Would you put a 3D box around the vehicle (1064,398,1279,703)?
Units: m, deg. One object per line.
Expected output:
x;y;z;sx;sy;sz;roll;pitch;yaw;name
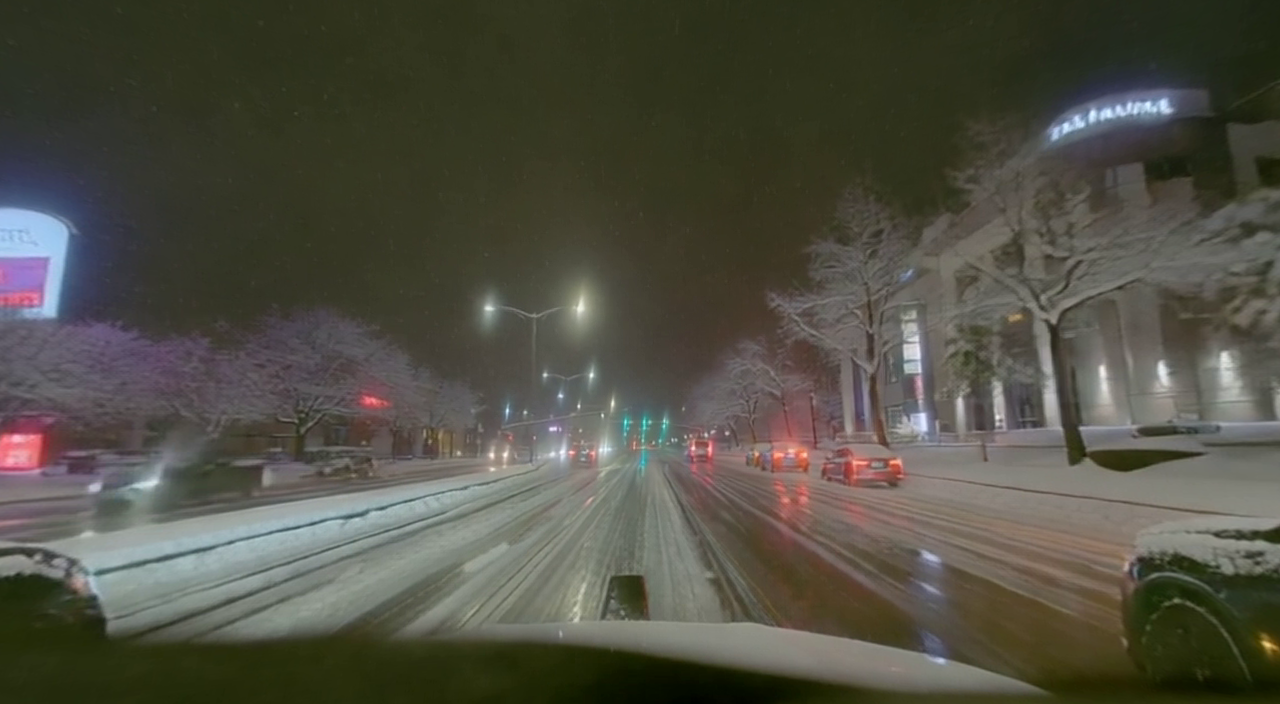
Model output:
3.393;0.760;1.247;1.981;1.499;4.536;0;-8;1;vehicle

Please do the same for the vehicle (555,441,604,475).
-2.848;5.076;30.545;1.917;1.511;4.436;0;-8;0;vehicle

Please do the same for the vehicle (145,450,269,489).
-18.001;4.879;26.545;1.919;1.460;4.572;0;-8;1;vehicle

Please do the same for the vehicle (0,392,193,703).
-3.357;0.678;0.688;2.155;1.504;4.776;0;-8;1;vehicle

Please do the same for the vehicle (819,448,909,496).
7.414;3.956;21.228;1.654;1.440;3.647;0;-8;0;vehicle

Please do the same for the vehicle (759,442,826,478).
7.446;5.316;31.331;1.918;1.598;4.536;0;-8;-4;vehicle

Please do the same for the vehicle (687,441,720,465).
4.659;7.439;46.727;2.007;1.683;4.171;0;-8;-1;vehicle
